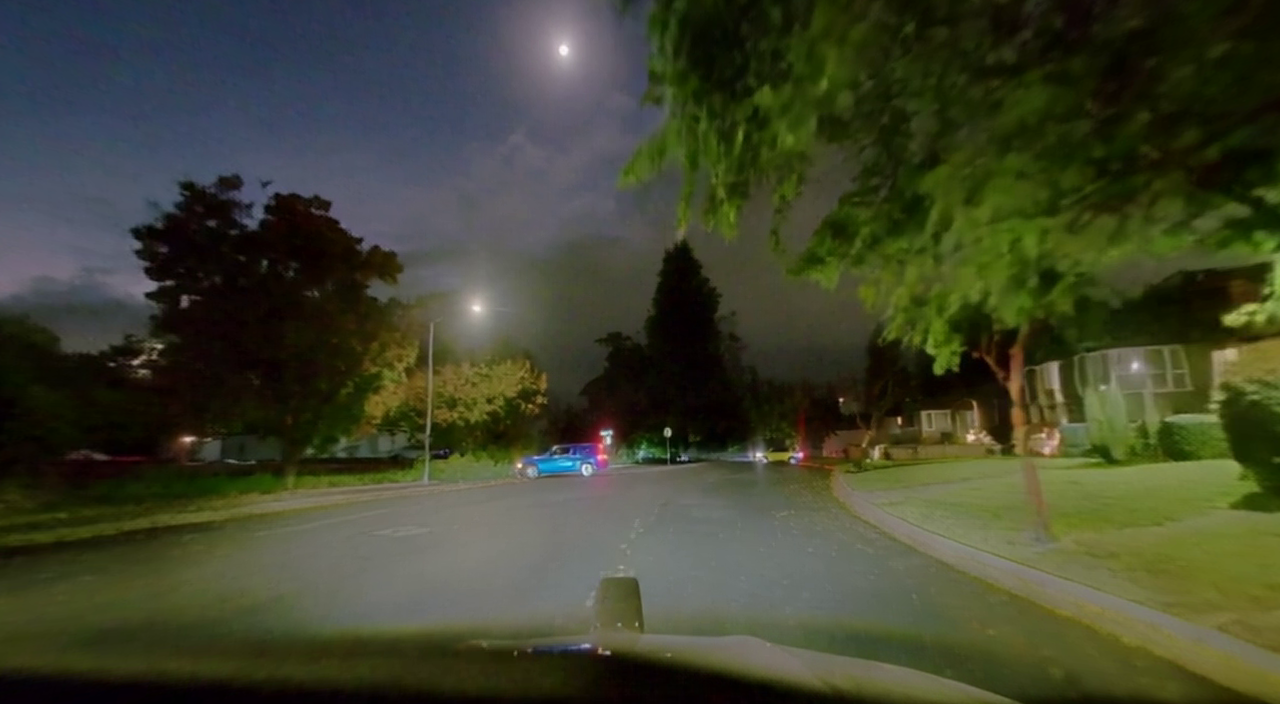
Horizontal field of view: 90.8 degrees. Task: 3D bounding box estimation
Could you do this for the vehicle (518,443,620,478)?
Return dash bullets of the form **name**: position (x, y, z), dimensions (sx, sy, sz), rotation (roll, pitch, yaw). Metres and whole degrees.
- **vehicle**: position (-3.489, 5.371, 31.473), dimensions (4.692, 1.660, 1.879), rotation (-2, -9, 11)
